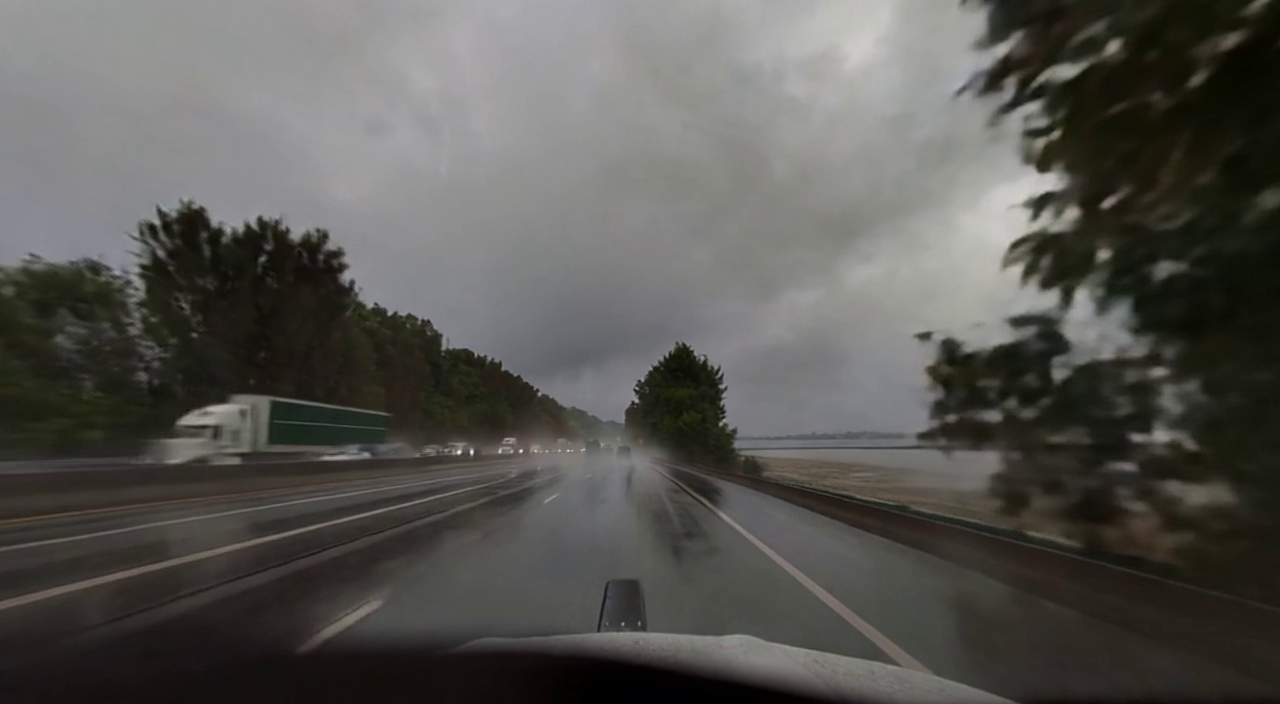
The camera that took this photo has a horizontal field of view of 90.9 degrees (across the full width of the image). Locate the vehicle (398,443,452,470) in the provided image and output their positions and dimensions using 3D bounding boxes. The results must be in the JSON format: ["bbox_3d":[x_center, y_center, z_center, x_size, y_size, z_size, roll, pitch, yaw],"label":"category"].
[{"bbox_3d":[-14.571,7.116,42.962,2.037,1.711,4.611,0,-9,1],"label":"vehicle"}]

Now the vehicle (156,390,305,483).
[{"bbox_3d":[-19.308,4.052,30.261,3.004,3.954,5.872,1,-8,0],"label":"vehicle"}]

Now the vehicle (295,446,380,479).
[{"bbox_3d":[-14.800,5.423,31.127,1.972,1.486,4.484,0,-9,0],"label":"vehicle"}]
